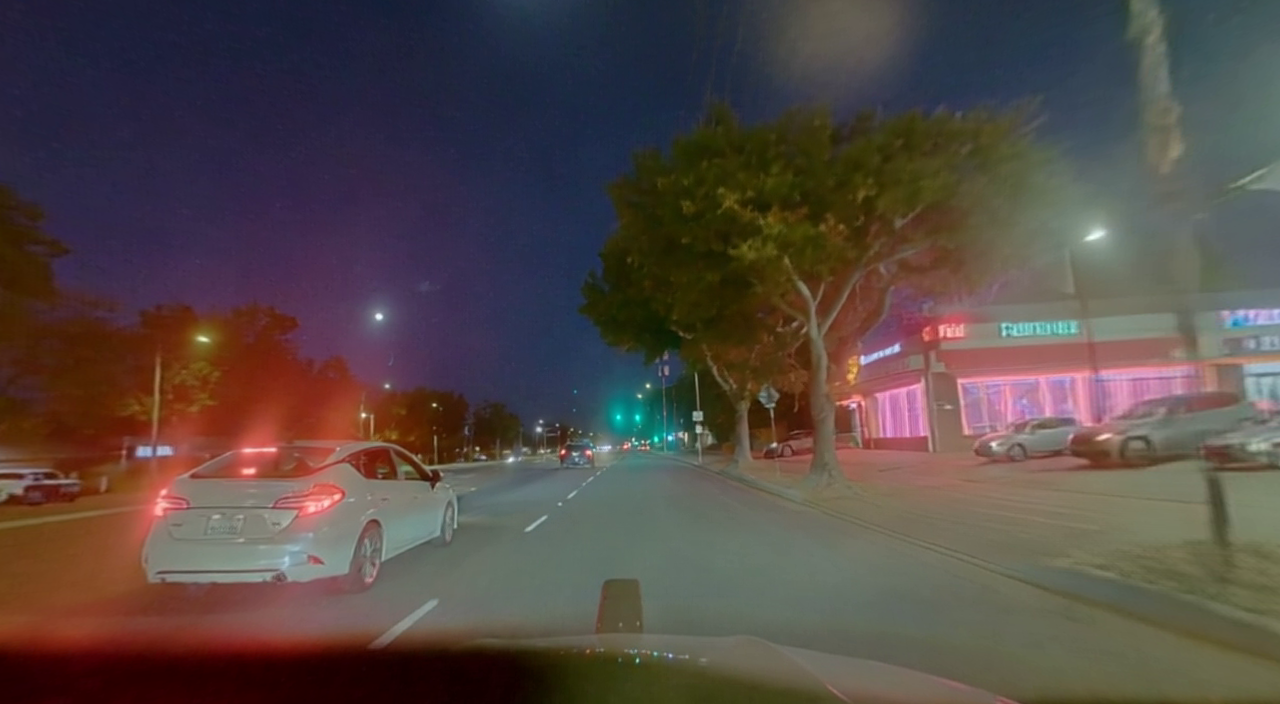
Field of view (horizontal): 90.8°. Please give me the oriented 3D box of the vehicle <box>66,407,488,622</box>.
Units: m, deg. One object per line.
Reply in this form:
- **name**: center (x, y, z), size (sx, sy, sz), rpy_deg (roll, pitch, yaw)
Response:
- **vehicle**: center (-3.392, 1.618, 7.283), size (2.126, 1.655, 4.560), rpy_deg (0, -9, 0)

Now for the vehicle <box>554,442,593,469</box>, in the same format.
- **vehicle**: center (-3.931, 6.195, 37.988), size (1.955, 1.461, 4.396), rpy_deg (0, -9, -1)

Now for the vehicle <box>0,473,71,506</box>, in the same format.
- **vehicle**: center (-33.577, 7.354, 33.950), size (1.871, 1.488, 4.498), rpy_deg (0, -9, -3)

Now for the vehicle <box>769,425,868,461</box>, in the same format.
- **vehicle**: center (10.497, 5.389, 37.350), size (5.130, 1.902, 2.056), rpy_deg (-1, -9, -2)

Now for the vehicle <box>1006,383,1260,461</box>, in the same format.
- **vehicle**: center (12.603, 1.848, 16.430), size (4.780, 1.870, 2.140), rpy_deg (0, -9, -2)

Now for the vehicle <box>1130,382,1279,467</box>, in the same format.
- **vehicle**: center (13.266, 1.550, 13.347), size (4.165, 1.650, 1.946), rpy_deg (0, -9, -3)

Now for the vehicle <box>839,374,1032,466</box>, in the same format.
- **vehicle**: center (12.126, 2.849, 26.394), size (6.427, 3.417, 2.845), rpy_deg (-2, -7, -2)
